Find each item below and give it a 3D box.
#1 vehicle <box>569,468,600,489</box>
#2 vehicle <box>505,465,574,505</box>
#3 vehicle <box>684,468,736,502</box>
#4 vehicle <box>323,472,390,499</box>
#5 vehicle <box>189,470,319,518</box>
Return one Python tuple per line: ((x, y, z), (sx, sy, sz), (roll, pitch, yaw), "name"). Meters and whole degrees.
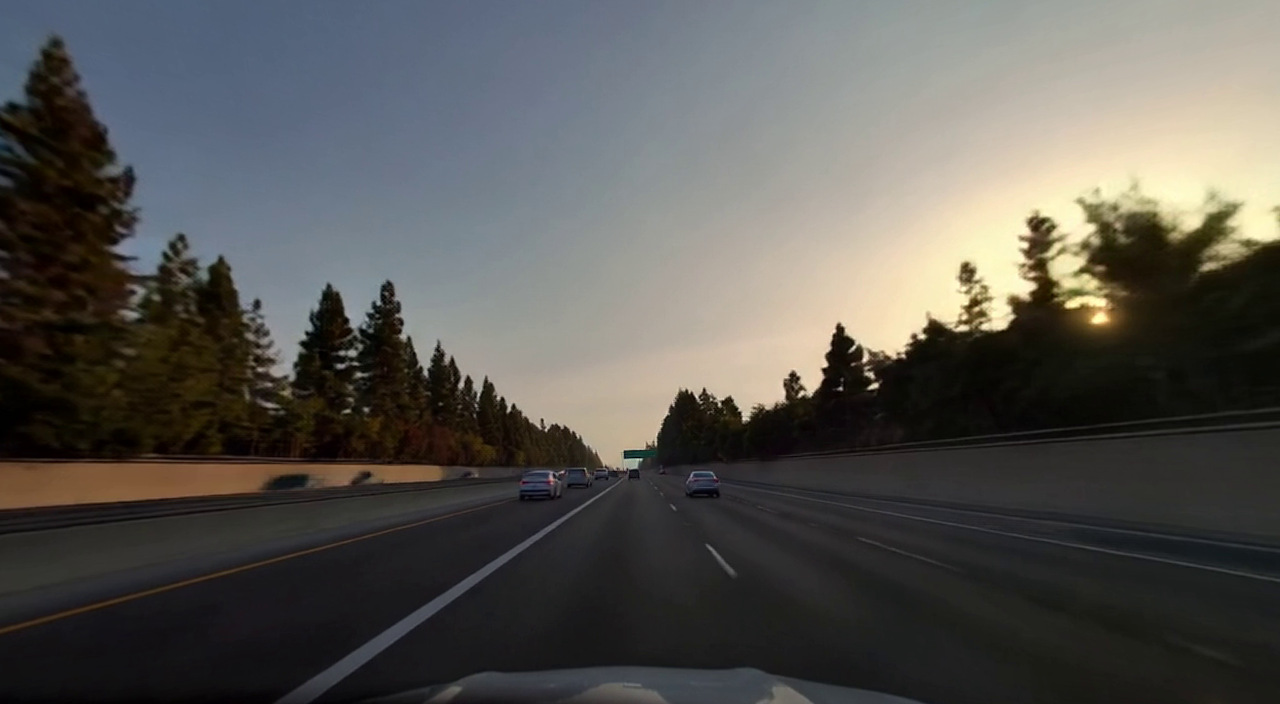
((-4.156, 9.585, 47.866), (2.000, 1.484, 3.995), (1, -11, -1), "vehicle")
((-3.981, 5.416, 25.925), (2.004, 1.468, 4.812), (0, -11, 0), "vehicle")
((3.333, 6.438, 30.762), (1.981, 1.516, 4.109), (1, -11, -1), "vehicle")
((-16.914, 7.987, 37.871), (1.893, 1.458, 4.576), (1, -11, 0), "vehicle")
((-12.638, 4.650, 20.968), (1.763, 1.412, 4.029), (1, -11, 0), "vehicle")
